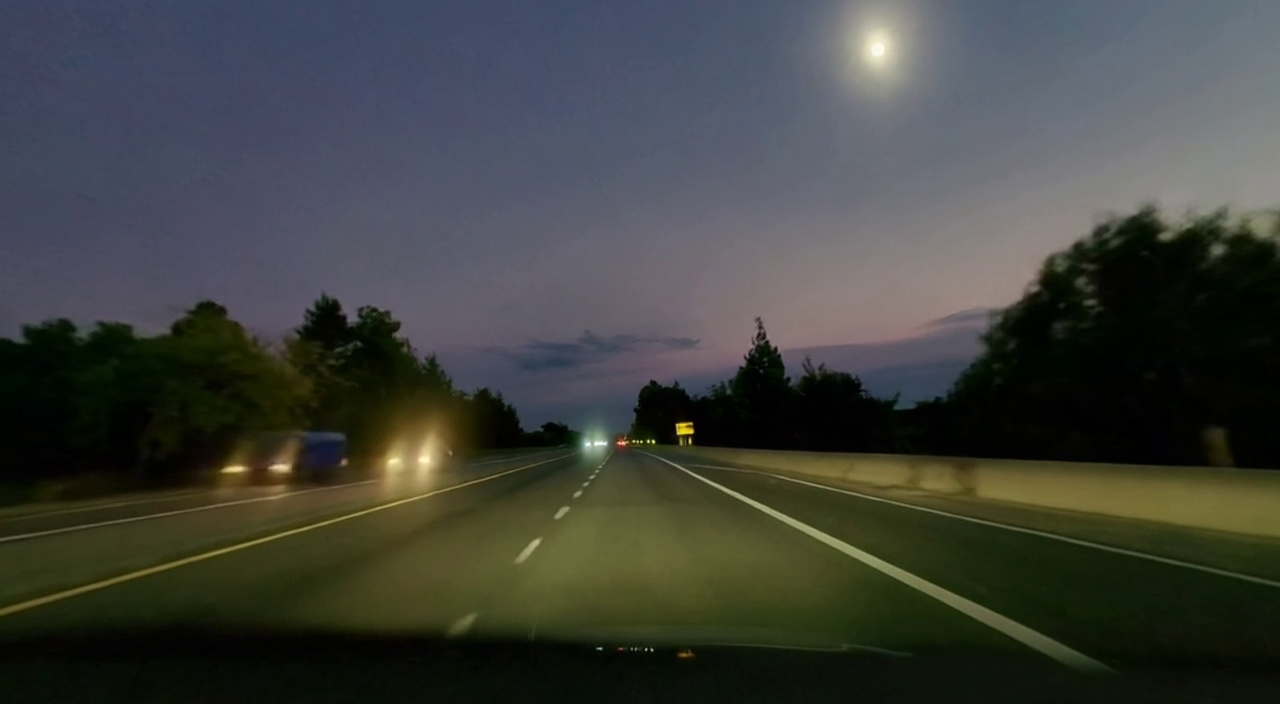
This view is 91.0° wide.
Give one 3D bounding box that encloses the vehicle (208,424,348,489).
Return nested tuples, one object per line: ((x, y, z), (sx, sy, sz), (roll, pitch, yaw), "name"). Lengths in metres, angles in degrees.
((-16.446, 4.784, 29.314), (2.335, 2.630, 7.283), (0, -8, -2), "vehicle")

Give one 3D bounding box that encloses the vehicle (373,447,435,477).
((-12.695, 5.901, 34.122), (1.833, 1.460, 4.158), (0, -8, -1), "vehicle")
